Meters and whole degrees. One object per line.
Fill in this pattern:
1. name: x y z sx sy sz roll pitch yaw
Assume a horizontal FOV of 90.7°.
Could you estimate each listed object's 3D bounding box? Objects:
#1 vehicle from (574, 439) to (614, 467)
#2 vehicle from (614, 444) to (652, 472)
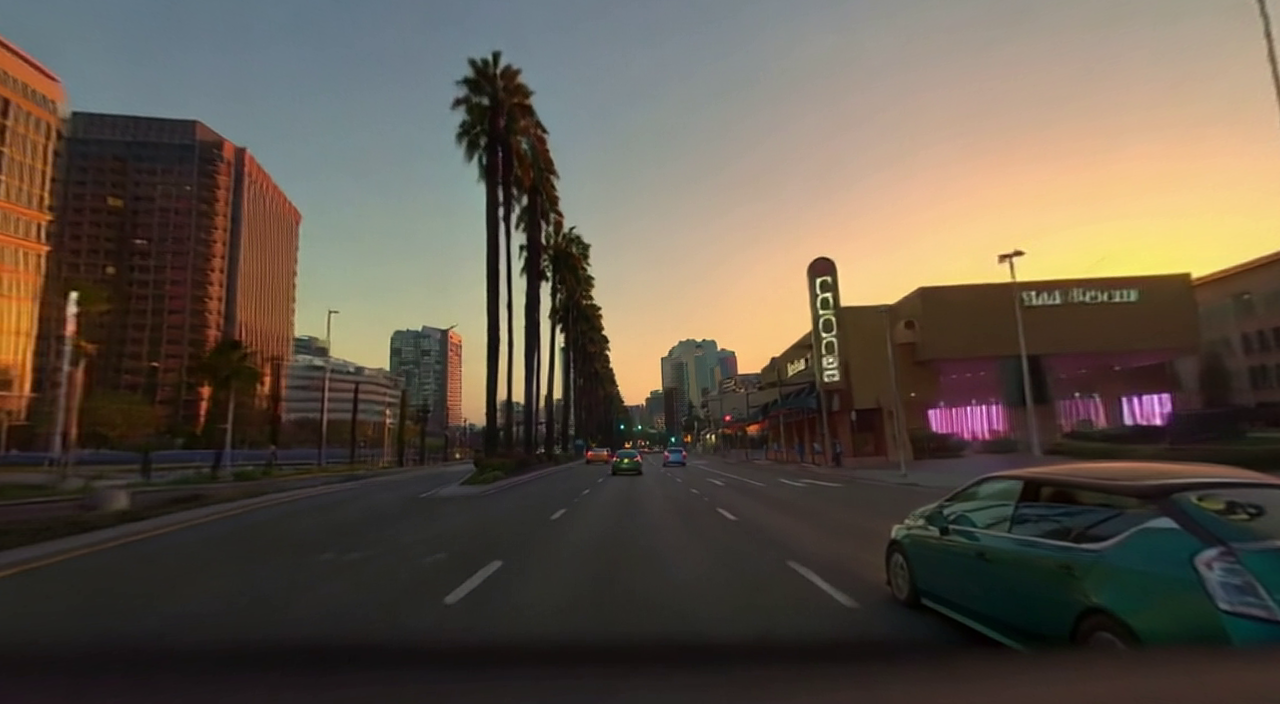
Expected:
1. vehicle: -3.498 7.823 49.119 2.672 2.064 5.681 0 -9 0
2. vehicle: -0.380 6.593 39.515 2.160 1.615 4.117 0 -9 1
